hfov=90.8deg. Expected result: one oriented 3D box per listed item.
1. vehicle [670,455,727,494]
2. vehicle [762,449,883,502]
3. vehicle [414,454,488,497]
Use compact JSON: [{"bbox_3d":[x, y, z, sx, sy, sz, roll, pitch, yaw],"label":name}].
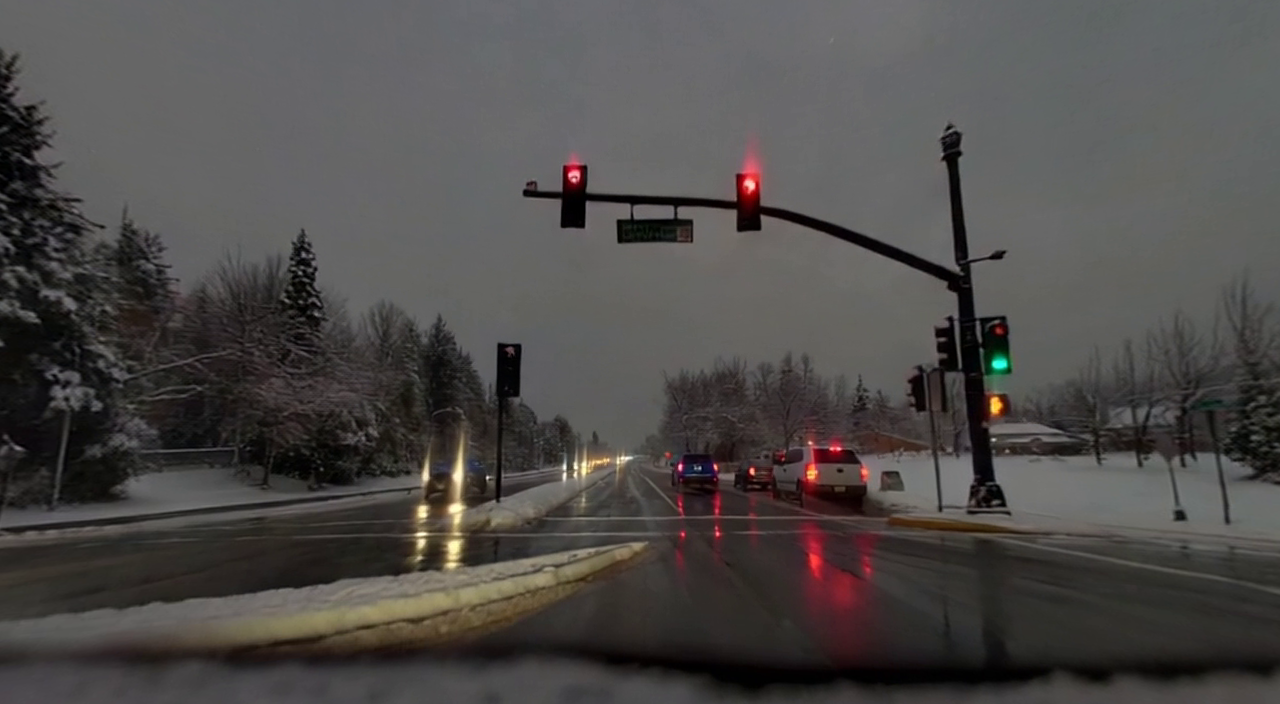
[{"bbox_3d":[2.712,5.806,30.383,2.140,1.655,4.786,0,-8,-2],"label":"vehicle"},{"bbox_3d":[8.683,5.920,31.156,2.771,2.214,7.159,1,-9,-10],"label":"vehicle"},{"bbox_3d":[-8.770,5.753,29.767,2.049,1.786,4.557,0,-8,0],"label":"vehicle"}]
